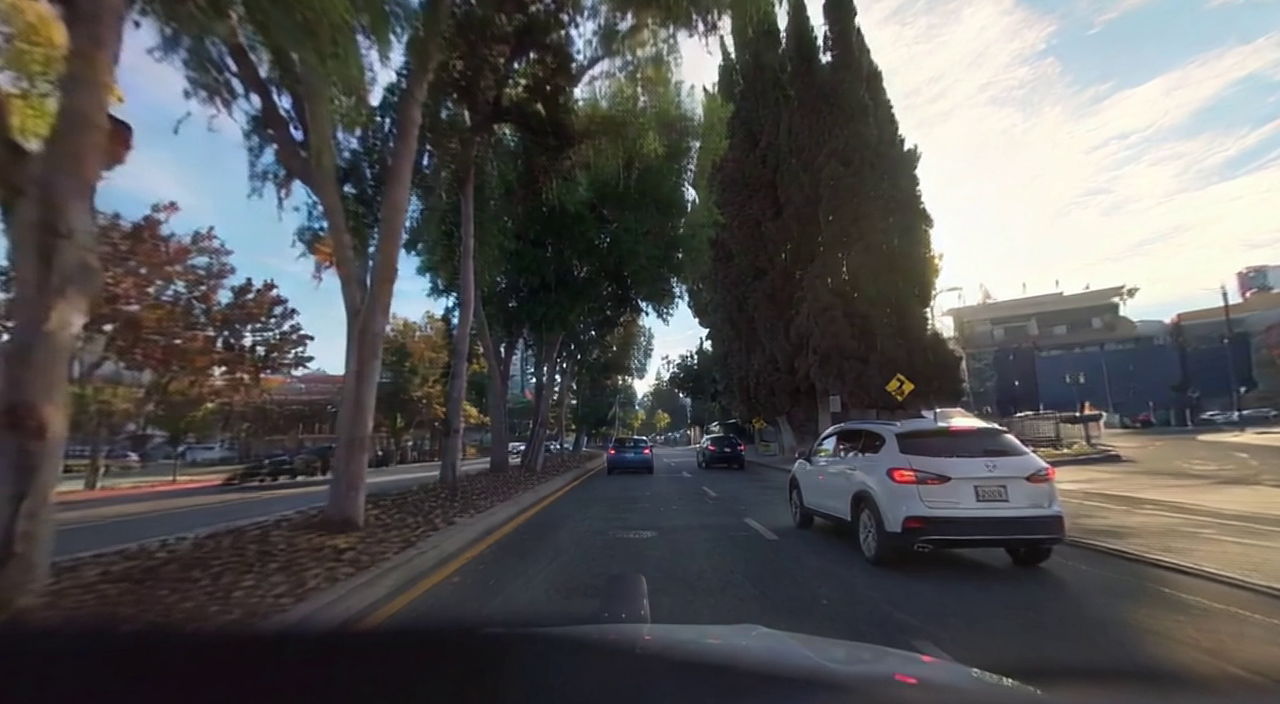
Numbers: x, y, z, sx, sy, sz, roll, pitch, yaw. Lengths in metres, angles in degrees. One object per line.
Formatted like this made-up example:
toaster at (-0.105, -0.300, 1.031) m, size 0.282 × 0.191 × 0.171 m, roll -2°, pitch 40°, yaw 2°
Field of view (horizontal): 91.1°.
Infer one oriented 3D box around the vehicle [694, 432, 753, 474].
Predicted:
vehicle at (3.612, 4.453, 27.934) m, size 1.982 × 1.709 × 4.427 m, roll 0°, pitch -8°, yaw -1°

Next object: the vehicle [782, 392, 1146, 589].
vehicle at (3.330, 1.530, 7.715) m, size 2.130 × 1.718 × 4.310 m, roll 0°, pitch -8°, yaw 0°

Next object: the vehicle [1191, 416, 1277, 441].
vehicle at (39.876, 5.188, 42.286) m, size 1.839 × 1.506 × 4.108 m, roll 0°, pitch -8°, yaw 2°

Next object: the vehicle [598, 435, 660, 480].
vehicle at (-0.357, 3.877, 23.380) m, size 2.111 × 1.506 × 4.018 m, roll 0°, pitch -8°, yaw 0°
